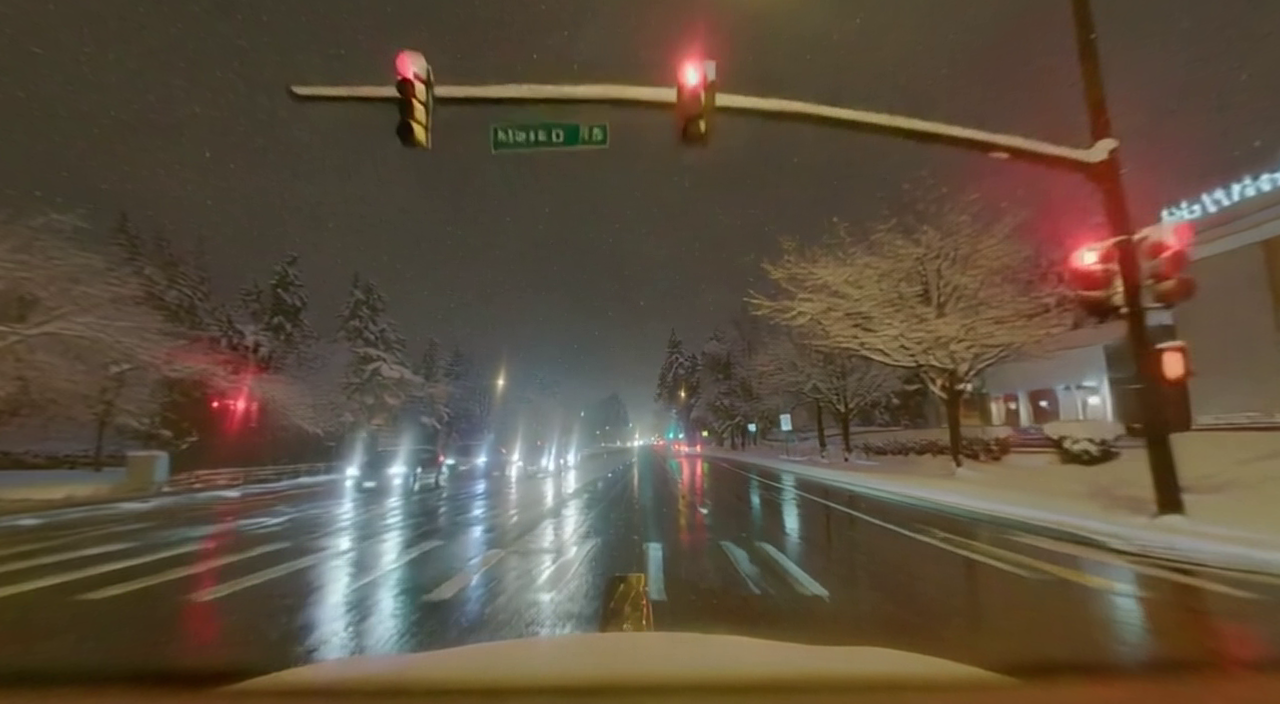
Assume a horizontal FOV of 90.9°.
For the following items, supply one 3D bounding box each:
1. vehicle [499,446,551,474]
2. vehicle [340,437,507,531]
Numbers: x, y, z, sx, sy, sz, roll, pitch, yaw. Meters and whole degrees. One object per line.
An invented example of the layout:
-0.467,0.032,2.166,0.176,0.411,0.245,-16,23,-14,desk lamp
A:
-6.643,6.234,36.786,1.998,1.503,4.699,0,-8,2,vehicle
-4.491,2.731,13.837,2.070,1.481,4.266,-5,-7,1,vehicle
